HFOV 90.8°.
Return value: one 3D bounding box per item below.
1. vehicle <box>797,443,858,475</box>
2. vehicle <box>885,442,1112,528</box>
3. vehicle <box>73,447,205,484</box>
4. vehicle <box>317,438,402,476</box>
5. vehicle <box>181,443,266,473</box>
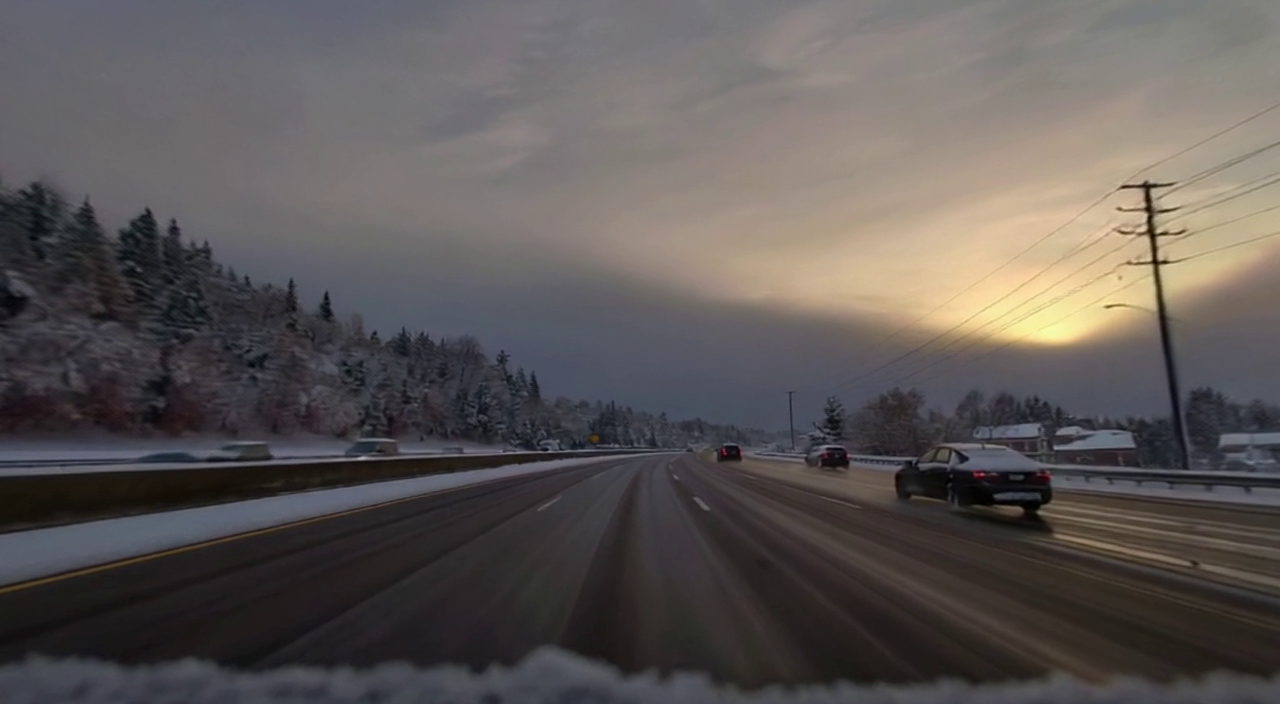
[{"bbox_3d":[10.958,6.256,37.215,2.151,1.734,4.519,0,-9,0],"label":"vehicle"},{"bbox_3d":[7.169,2.674,13.374,2.047,1.479,4.593,0,-9,-1],"label":"vehicle"},{"bbox_3d":[-21.658,4.892,27.617,1.904,1.444,4.665,0,-9,1],"label":"vehicle"},{"bbox_3d":[-15.018,5.652,34.237,2.175,1.897,5.074,0,-9,1],"label":"vehicle"},{"bbox_3d":[-25.606,6.517,39.075,2.010,1.692,4.699,0,-9,1],"label":"vehicle"}]
